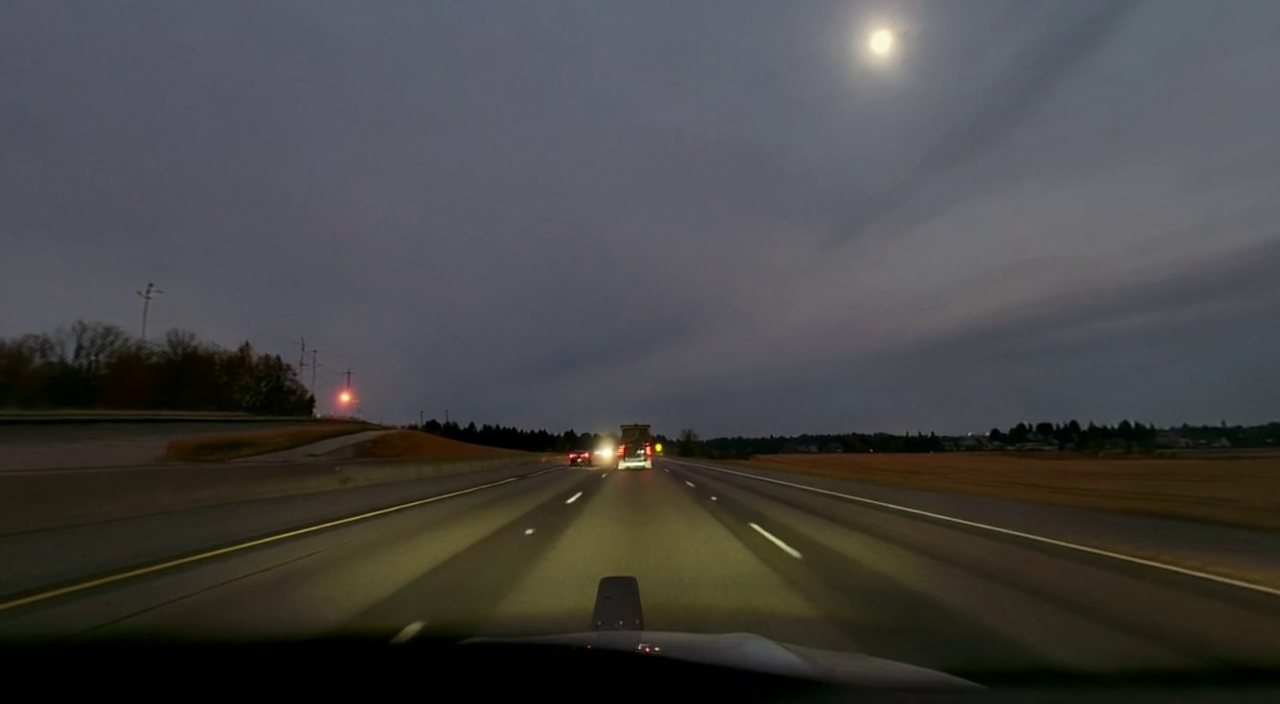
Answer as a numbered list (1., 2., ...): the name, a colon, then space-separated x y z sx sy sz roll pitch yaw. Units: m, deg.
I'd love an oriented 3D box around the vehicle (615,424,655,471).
1. vehicle: -0.441 6.855 45.323 2.672 3.056 6.900 0 -9 -2
